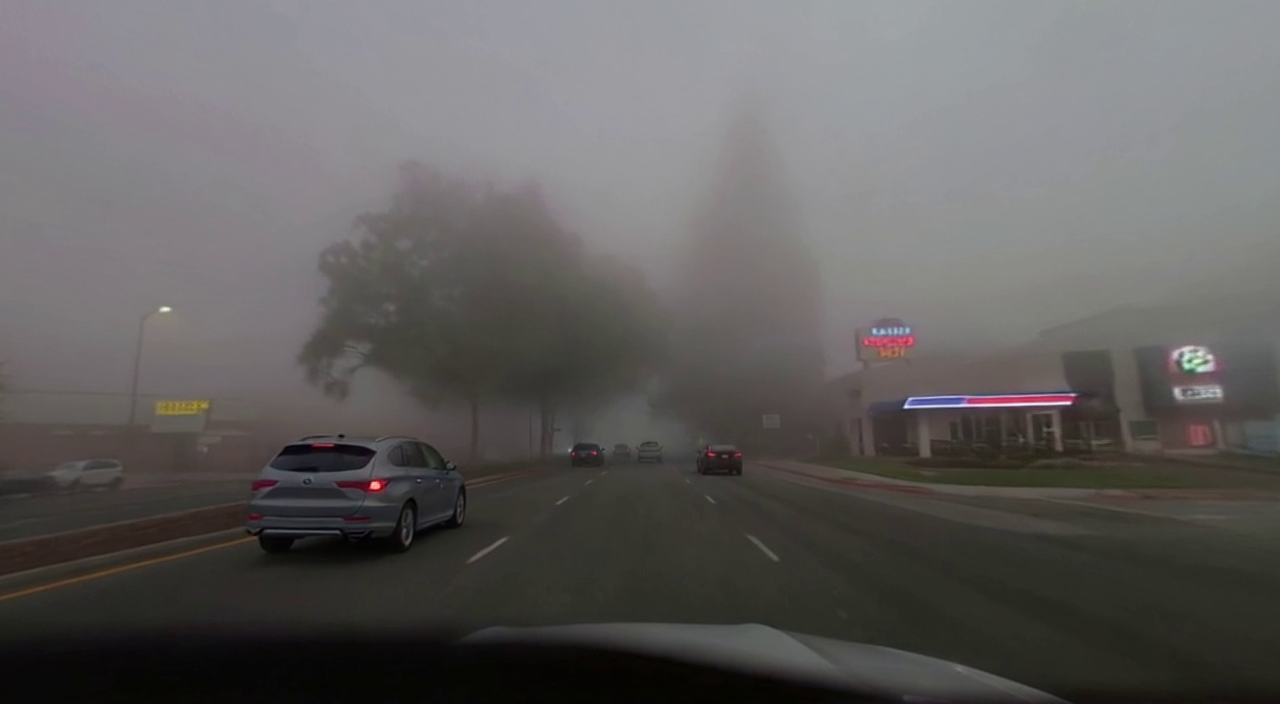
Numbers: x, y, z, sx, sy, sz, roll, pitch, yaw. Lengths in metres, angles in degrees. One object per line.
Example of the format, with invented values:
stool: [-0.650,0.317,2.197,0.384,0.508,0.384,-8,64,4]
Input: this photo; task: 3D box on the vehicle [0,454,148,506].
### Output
vehicle: [-22.661,5.084,25.456,1.946,1.581,4.573,-4,-7,0]

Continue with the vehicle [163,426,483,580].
vehicle: [-3.647,1.813,8.387,1.908,1.481,4.351,0,-9,1]

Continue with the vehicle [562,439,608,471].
vehicle: [-2.971,5.677,34.808,2.026,1.665,4.193,0,-9,2]

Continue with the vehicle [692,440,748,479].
vehicle: [3.467,4.738,27.920,1.922,1.579,3.642,0,-9,-2]

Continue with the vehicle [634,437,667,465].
vehicle: [0.745,6.954,44.175,2.193,1.873,4.033,0,-9,1]
